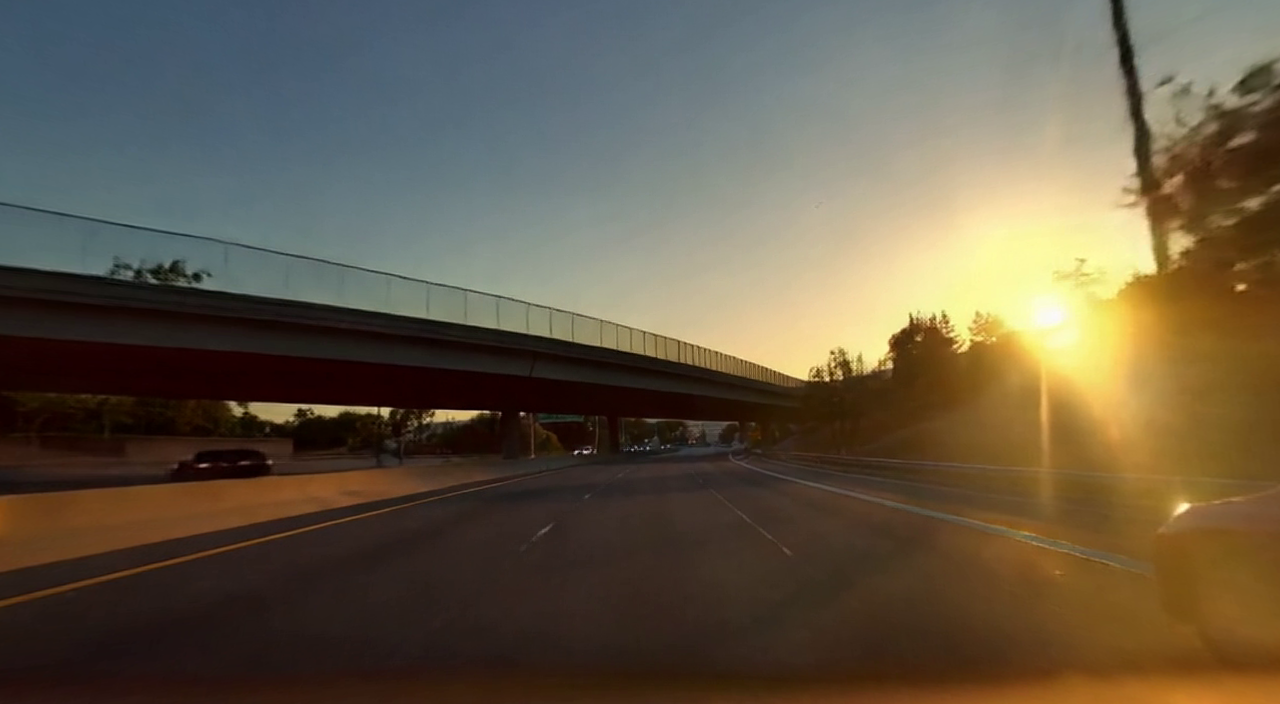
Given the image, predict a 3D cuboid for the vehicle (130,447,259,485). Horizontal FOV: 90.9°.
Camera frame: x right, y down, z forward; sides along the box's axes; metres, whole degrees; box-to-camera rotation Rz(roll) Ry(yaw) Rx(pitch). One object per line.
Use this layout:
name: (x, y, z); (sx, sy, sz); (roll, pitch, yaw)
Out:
vehicle: (-22.462, 5.737, 32.126); (2.068, 1.718, 5.389); (-2, -9, 9)

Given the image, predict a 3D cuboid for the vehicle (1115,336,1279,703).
vehicle: (3.895, 0.593, 1.474); (2.019, 1.732, 4.579); (0, -8, 1)
